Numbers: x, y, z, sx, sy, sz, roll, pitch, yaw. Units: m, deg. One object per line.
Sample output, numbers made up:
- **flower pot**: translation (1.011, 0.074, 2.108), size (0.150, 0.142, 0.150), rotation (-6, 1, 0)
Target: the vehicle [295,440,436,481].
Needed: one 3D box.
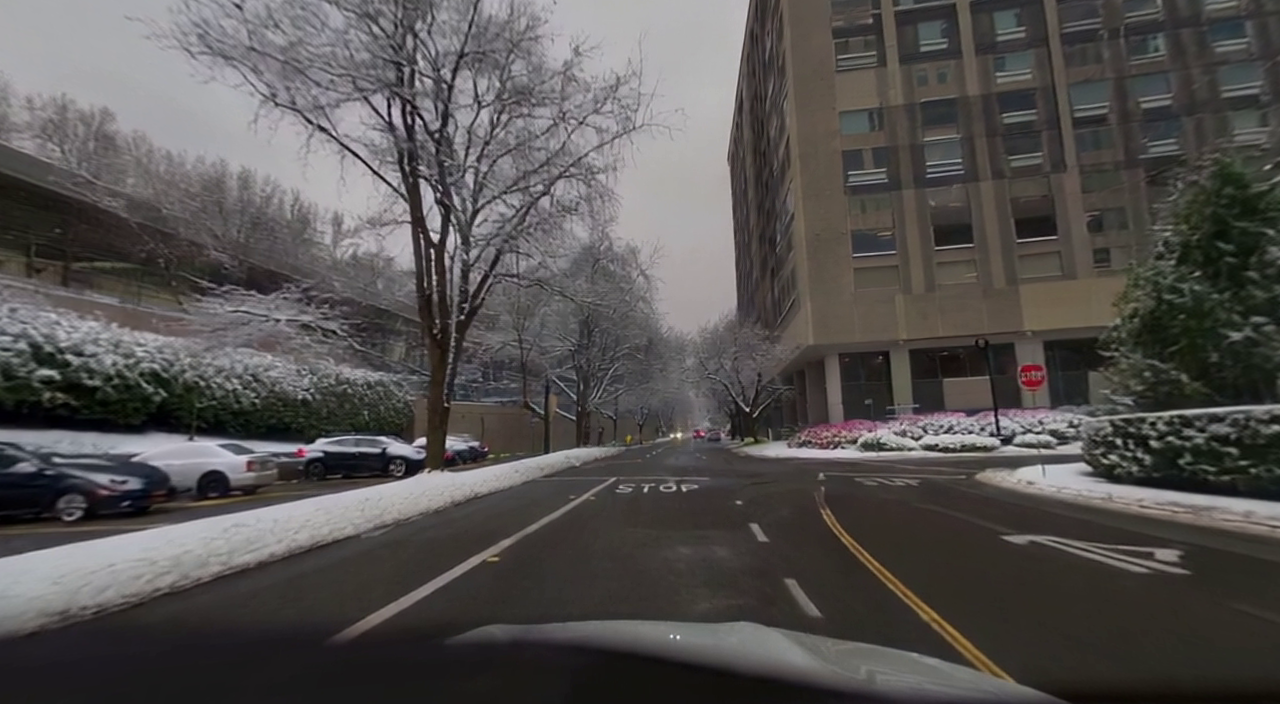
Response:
- **vehicle**: translation (-10.582, 4.152, 24.404), size (4.694, 1.447, 2.137), rotation (5, -10, -29)

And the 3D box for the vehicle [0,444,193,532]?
- **vehicle**: translation (-11.166, 2.420, 11.515), size (4.421, 1.446, 2.053), rotation (3, -9, -20)
